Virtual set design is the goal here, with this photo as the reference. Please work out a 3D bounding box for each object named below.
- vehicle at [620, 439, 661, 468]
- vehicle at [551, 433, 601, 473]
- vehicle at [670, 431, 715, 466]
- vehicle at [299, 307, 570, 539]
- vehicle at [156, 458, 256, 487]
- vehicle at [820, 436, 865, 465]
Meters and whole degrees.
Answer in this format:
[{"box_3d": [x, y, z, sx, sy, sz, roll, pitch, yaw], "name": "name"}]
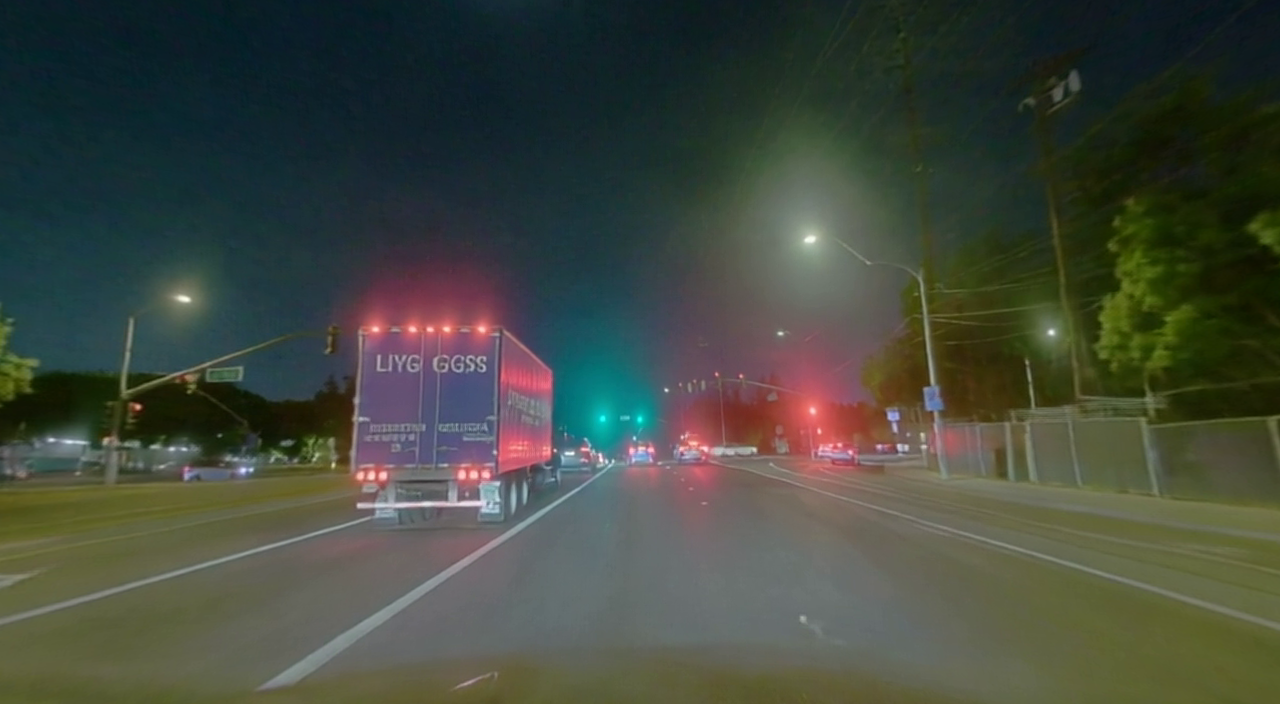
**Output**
[{"box_3d": [0.018, 5.571, 34.923, 2.117, 1.499, 4.036, 0, -8, -1], "name": "vehicle"}, {"box_3d": [-3.133, 5.070, 31.894, 1.994, 1.806, 4.564, 0, -8, 1], "name": "vehicle"}, {"box_3d": [2.932, 5.552, 36.332, 2.086, 1.849, 4.607, 0, -8, -1], "name": "vehicle"}, {"box_3d": [-3.399, 1.599, 13.324, 2.889, 3.347, 8.285, 0, -8, 0], "name": "vehicle"}, {"box_3d": [-27.633, 7.681, 40.425, 4.718, 1.630, 2.087, 2, -9, -14], "name": "vehicle"}, {"box_3d": [12.350, 5.940, 38.260, 2.102, 1.662, 4.533, -4, -9, 23], "name": "vehicle"}]
